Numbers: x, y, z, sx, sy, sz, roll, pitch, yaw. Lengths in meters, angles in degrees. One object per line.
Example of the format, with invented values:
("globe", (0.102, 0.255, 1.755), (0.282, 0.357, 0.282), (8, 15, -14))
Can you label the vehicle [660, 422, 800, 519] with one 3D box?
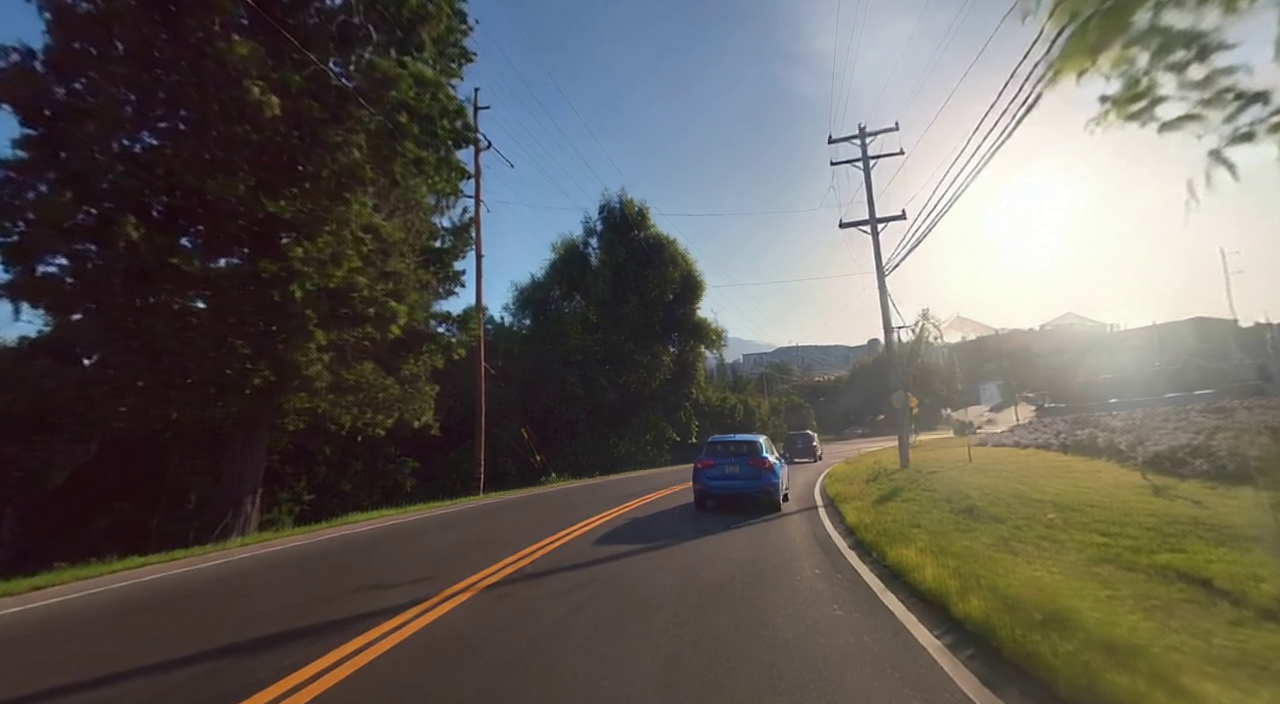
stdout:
("vehicle", (1.982, 2.264, 12.568), (2.157, 1.565, 4.243), (-3, -9, 16))
